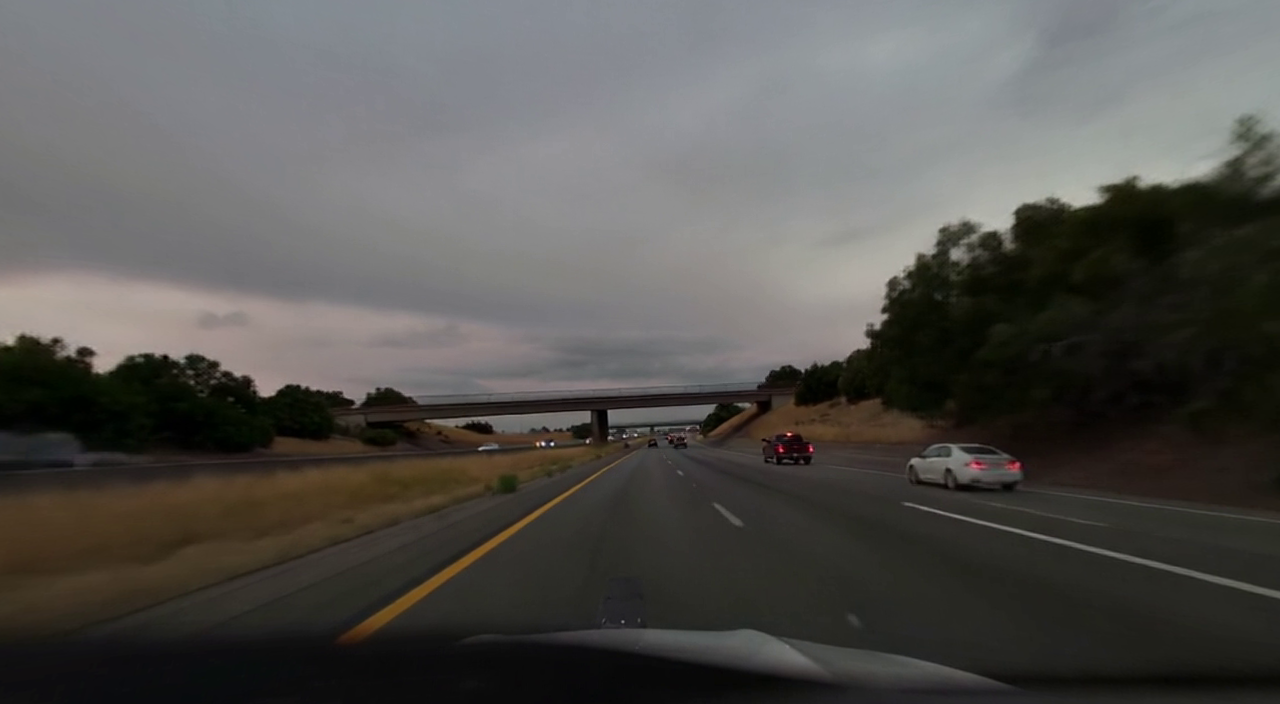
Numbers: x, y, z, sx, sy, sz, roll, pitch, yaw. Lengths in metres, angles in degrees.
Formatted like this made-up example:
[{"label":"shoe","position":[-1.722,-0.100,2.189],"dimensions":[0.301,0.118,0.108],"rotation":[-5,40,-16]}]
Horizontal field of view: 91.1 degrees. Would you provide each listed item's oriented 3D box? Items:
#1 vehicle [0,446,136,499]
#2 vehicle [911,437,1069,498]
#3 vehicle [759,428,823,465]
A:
[{"label":"vehicle","position":[-21.122,4.262,22.661],"dimensions":[1.988,1.665,4.631],"rotation":[0,-8,0]},{"label":"vehicle","position":[9.515,3.139,17.508],"dimensions":[1.927,1.472,4.076],"rotation":[0,-8,-2]},{"label":"vehicle","position":[8.936,5.670,37.698],"dimensions":[2.362,2.037,5.409],"rotation":[0,-8,-1]}]
